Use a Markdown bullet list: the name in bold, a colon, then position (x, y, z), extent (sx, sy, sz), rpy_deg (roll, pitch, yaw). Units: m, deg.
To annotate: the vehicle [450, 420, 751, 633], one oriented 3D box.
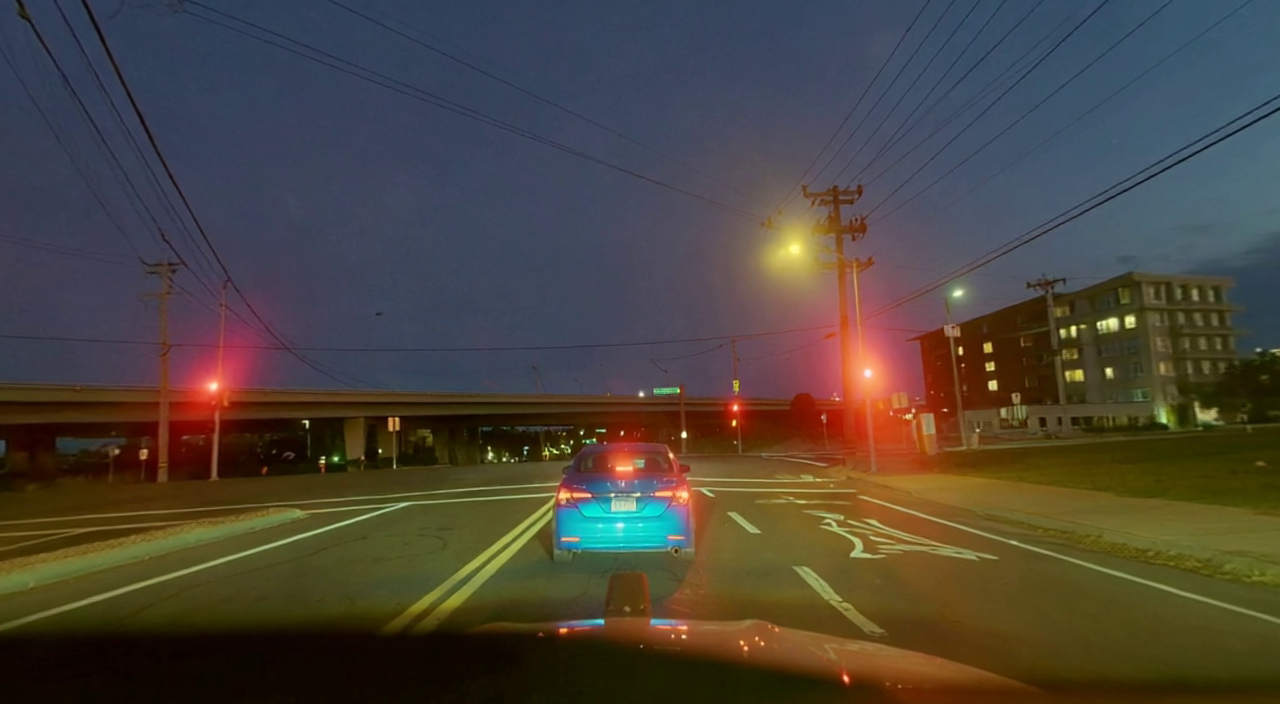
- **vehicle**: position (-0.243, 1.524, 6.463), extent (2.090, 1.458, 4.033), rpy_deg (-1, -9, 1)
